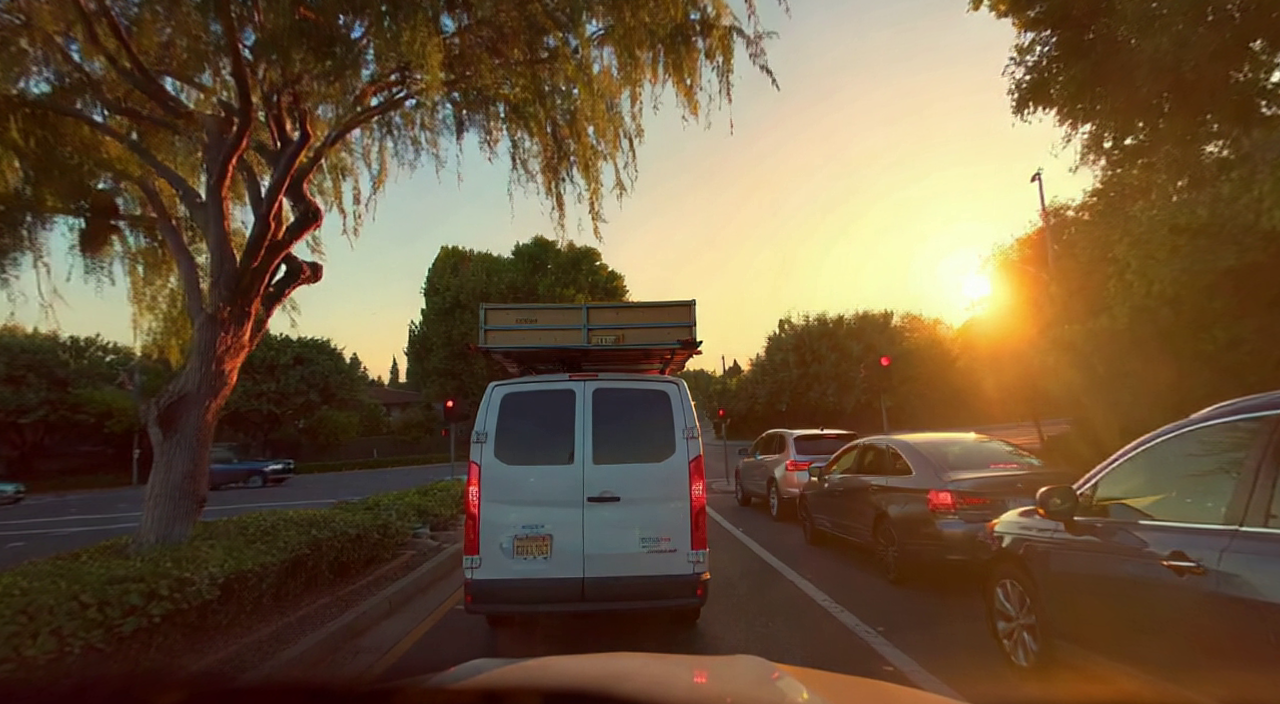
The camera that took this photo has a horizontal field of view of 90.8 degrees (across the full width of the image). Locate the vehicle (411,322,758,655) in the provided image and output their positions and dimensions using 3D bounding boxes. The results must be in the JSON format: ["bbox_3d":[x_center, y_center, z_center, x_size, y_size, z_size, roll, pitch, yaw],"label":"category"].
[{"bbox_3d":[-0.356,1.155,6.187,2.145,2.089,4.309,0,-9,0],"label":"vehicle"}]

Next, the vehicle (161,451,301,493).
[{"bbox_3d":[-19.786,5.810,30.906,5.241,1.894,2.257,3,-9,-20],"label":"vehicle"}]

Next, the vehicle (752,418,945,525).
[{"bbox_3d":[3.718,2.224,12.269,2.024,1.692,4.252,1,-9,-4],"label":"vehicle"}]

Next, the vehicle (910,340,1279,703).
[{"bbox_3d":[3.452,0.938,3.416,1.965,1.671,4.146,0,-9,-3],"label":"vehicle"}]
